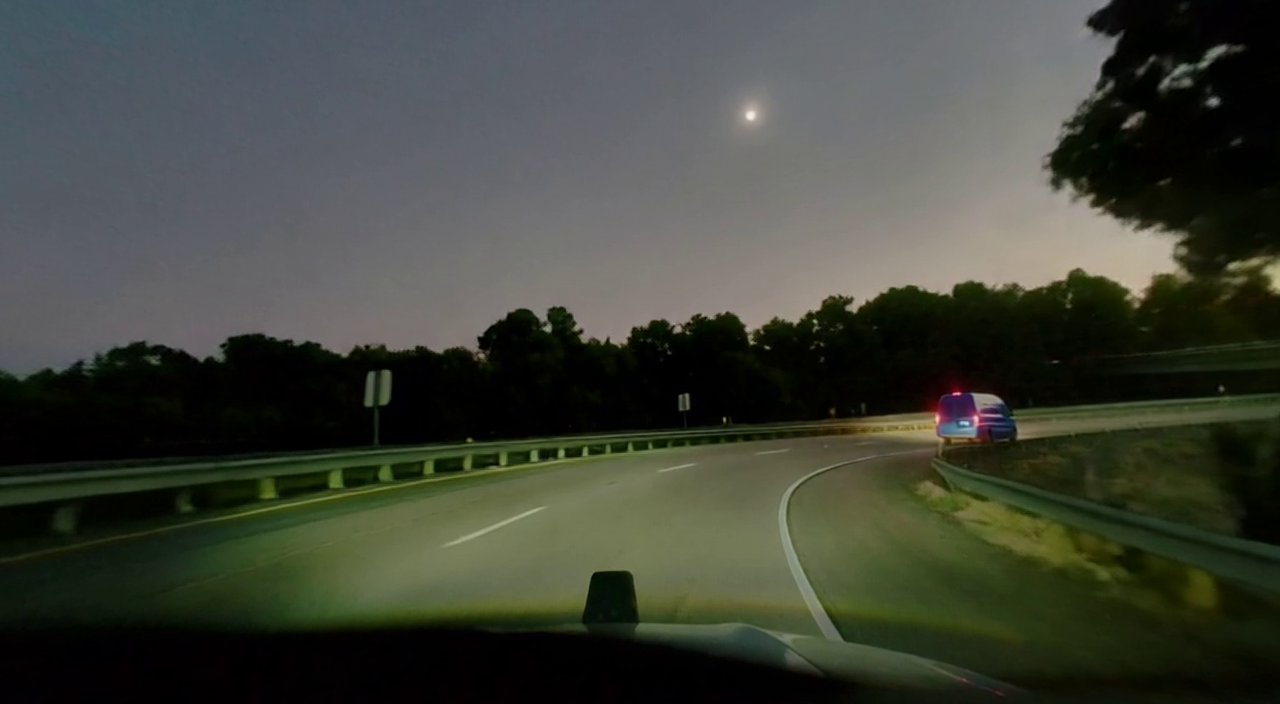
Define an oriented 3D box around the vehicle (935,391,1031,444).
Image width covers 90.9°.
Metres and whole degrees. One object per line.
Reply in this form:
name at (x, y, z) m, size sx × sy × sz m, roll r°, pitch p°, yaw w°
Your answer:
vehicle at (18.078, 3.475, 33.117) m, size 5.330 × 2.577 × 2.352 m, roll 5°, pitch -9°, yaw -37°
